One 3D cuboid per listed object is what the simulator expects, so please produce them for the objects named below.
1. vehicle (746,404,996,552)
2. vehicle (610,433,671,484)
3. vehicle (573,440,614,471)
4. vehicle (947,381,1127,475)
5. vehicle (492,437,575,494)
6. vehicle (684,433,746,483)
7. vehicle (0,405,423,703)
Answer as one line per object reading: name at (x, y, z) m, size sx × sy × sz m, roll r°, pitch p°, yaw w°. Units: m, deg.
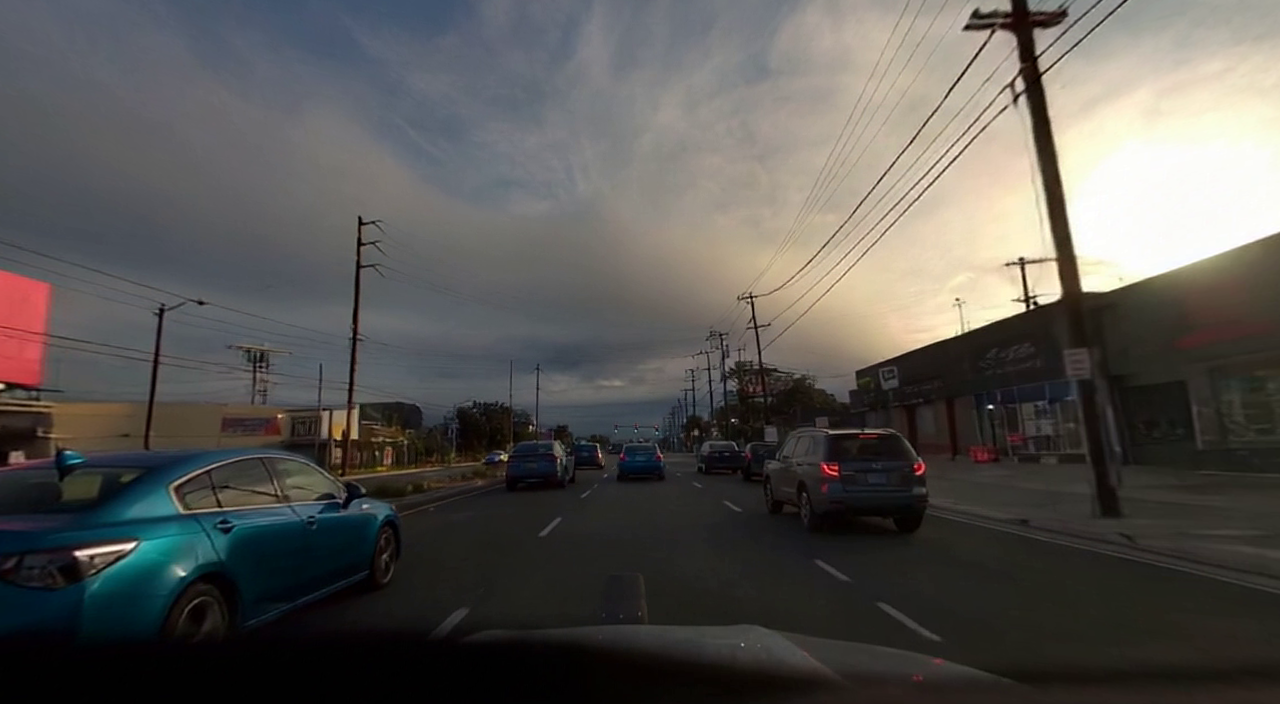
vehicle at (3.407, 1.996, 10.708) m, size 2.282 × 1.897 × 4.915 m, roll 0°, pitch -8°, yaw -1°
vehicle at (-0.013, 4.357, 26.170) m, size 2.326 × 1.925 × 4.253 m, roll 0°, pitch -8°, yaw -1°
vehicle at (-3.088, 7.076, 43.458) m, size 2.405 × 2.009 × 5.909 m, roll 0°, pitch -8°, yaw 0°
vehicle at (12.570, 2.551, 20.651) m, size 2.477 × 2.665 × 5.203 m, roll 0°, pitch -8°, yaw 1°
vehicle at (-3.358, 3.654, 20.700) m, size 2.051 × 1.671 × 3.861 m, roll 0°, pitch -8°, yaw 0°
vehicle at (3.082, 4.445, 26.752) m, size 2.026 × 1.904 × 4.102 m, roll 0°, pitch -8°, yaw -1°
vehicle at (-3.230, 1.233, 4.138) m, size 2.022 × 1.498 × 4.471 m, roll 0°, pitch -8°, yaw 0°
